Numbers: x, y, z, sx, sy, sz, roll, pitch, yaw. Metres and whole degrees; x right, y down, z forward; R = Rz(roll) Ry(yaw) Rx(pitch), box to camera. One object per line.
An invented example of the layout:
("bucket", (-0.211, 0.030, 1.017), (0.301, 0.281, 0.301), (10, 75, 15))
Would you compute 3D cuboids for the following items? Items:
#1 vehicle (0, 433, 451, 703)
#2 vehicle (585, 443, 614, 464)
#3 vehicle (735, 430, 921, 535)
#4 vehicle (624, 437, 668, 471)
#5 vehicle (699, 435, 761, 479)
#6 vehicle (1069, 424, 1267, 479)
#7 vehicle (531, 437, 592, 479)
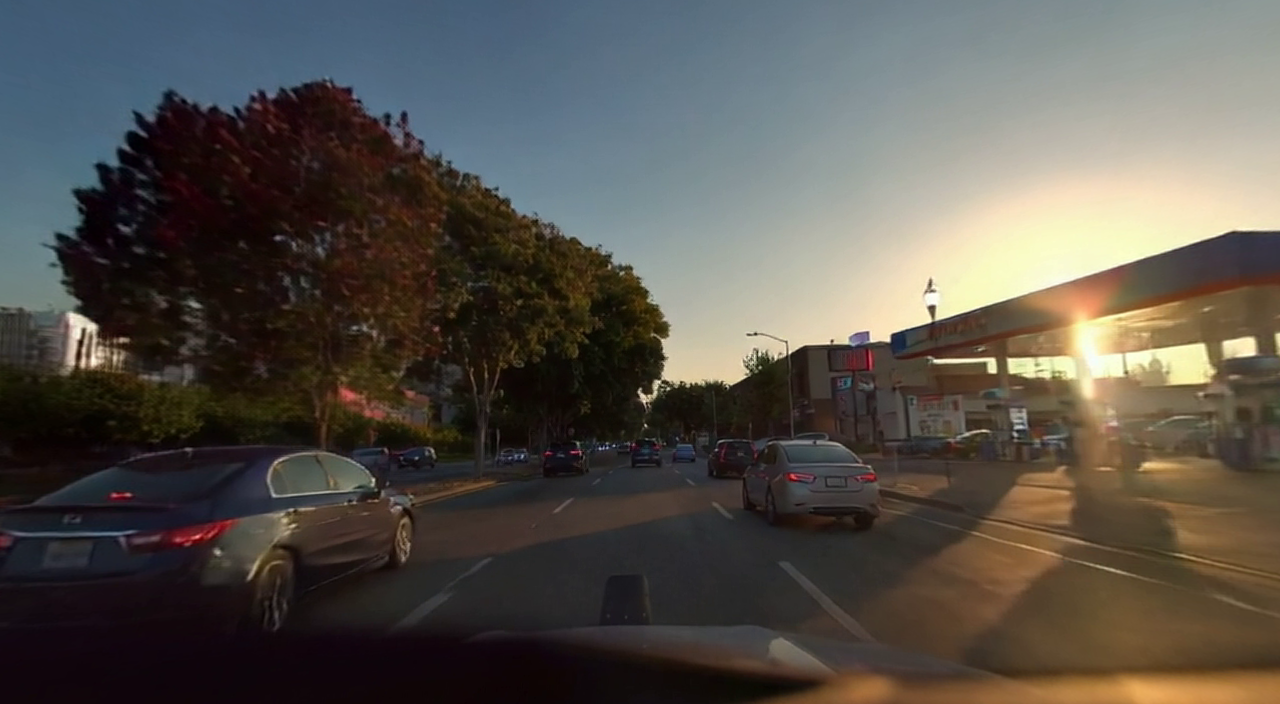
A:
("vehicle", (-3.230, 1.374, 5.034), (2.013, 1.354, 4.393), (0, -8, 1))
("vehicle", (-3.045, 7.669, 47.825), (1.901, 1.483, 4.372), (0, -8, 0))
("vehicle", (3.075, 2.231, 11.460), (1.919, 1.502, 4.572), (0, -8, -1))
("vehicle", (0.309, 5.467, 33.965), (2.192, 1.674, 4.124), (0, -8, 0))
("vehicle", (3.842, 4.554, 27.613), (1.980, 1.709, 4.813), (0, -8, 0))
("vehicle", (17.249, 3.291, 21.036), (1.860, 1.587, 4.949), (1, -8, -9))
("vehicle", (-3.241, 4.444, 26.690), (1.988, 1.645, 3.995), (0, -8, 1))
